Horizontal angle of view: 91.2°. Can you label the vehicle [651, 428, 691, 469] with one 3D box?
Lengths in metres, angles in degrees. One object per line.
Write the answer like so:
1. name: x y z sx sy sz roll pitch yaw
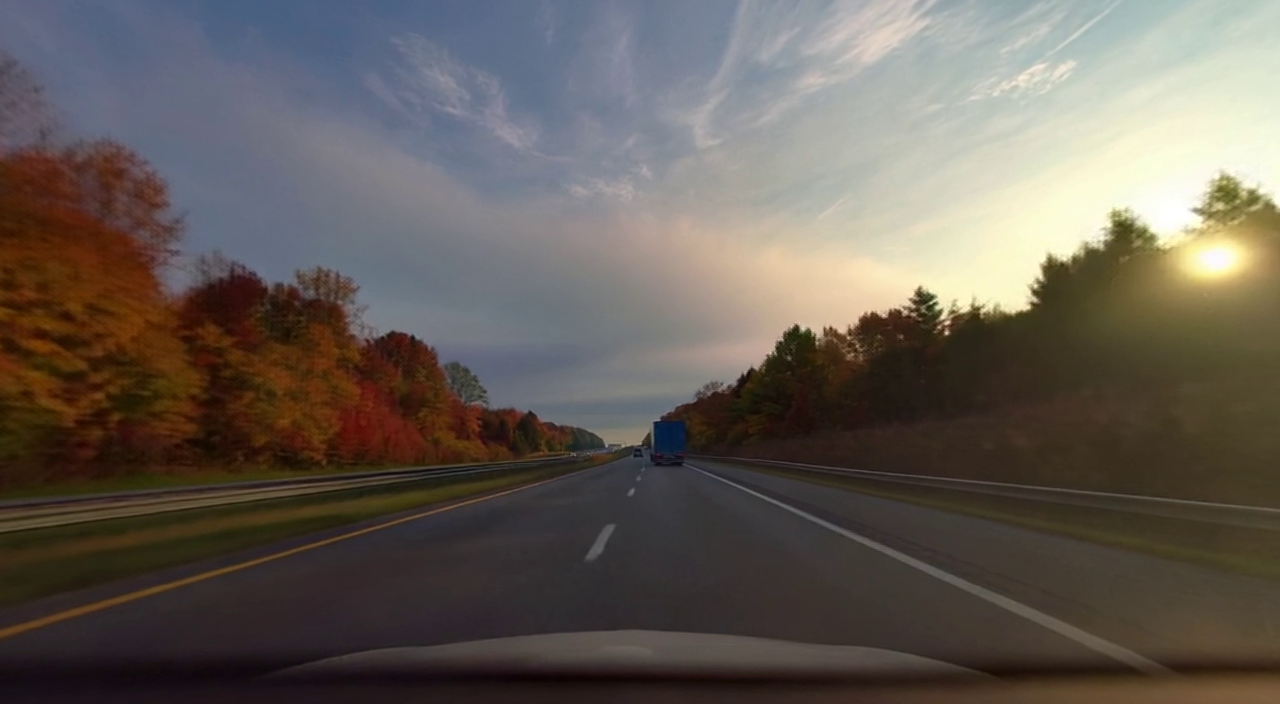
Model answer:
1. vehicle: 2.320 7.578 49.135 2.697 2.980 6.749 0 -9 0
